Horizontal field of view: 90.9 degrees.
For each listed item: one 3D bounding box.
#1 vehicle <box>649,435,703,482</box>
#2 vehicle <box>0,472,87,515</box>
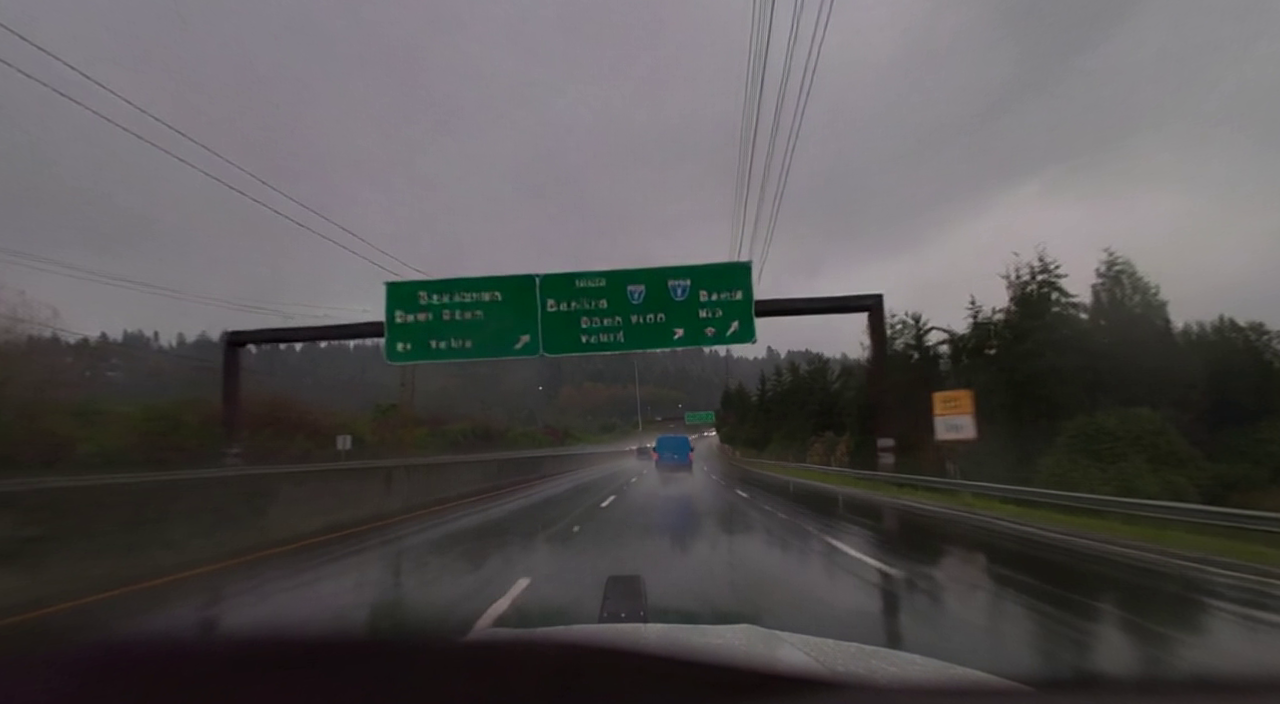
[{"bbox_3d":[1.650,4.925,29.278,2.261,1.969,5.104,-1,-9,3],"label":"vehicle"},{"bbox_3d":[-45.277,10.257,45.725,2.829,2.613,7.507,-3,-8,8],"label":"vehicle"}]
